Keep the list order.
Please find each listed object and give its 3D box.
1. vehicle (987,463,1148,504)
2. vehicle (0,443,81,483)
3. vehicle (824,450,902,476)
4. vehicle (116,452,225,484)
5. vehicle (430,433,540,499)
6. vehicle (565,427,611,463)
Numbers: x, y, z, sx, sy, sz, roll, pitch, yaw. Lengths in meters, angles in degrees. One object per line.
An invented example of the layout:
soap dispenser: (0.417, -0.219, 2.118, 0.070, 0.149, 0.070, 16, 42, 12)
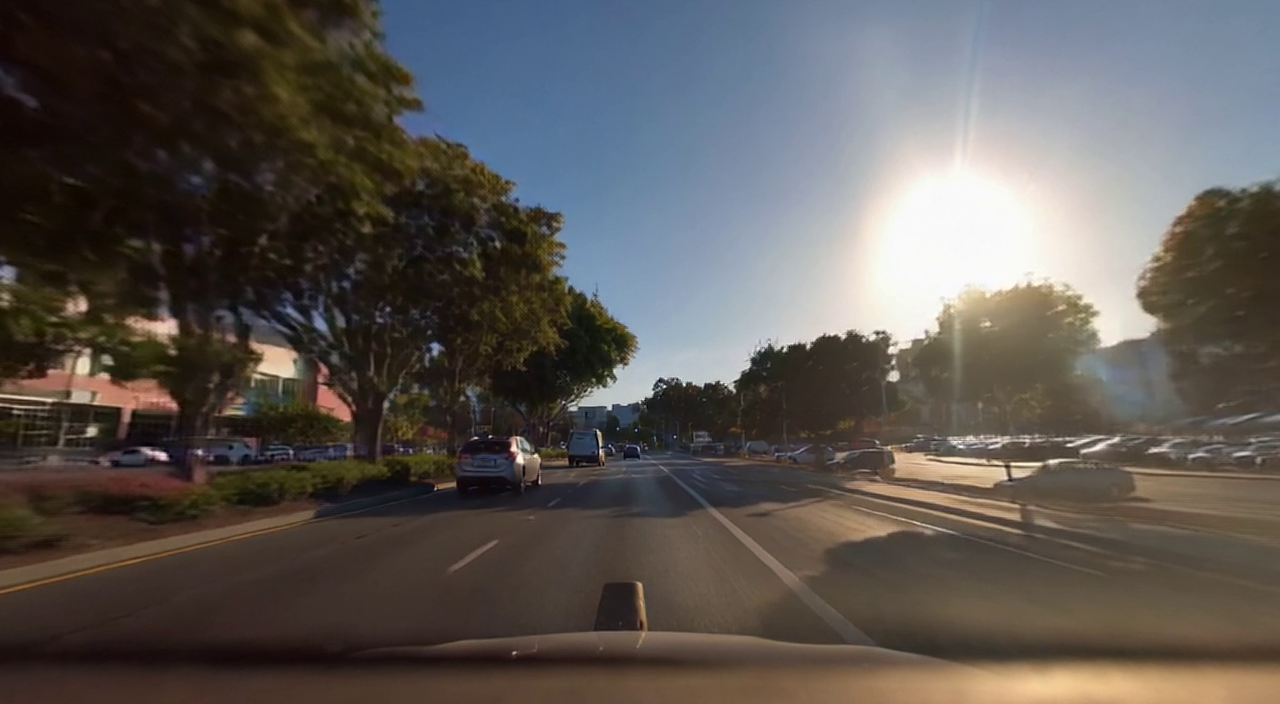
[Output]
vehicle: (16.487, 5.080, 24.483, 4.723, 1.466, 2.085, 0, -9, -1)
vehicle: (-28.609, 5.017, 28.732, 1.946, 1.711, 4.518, 0, -9, 0)
vehicle: (16.752, 8.335, 47.480, 5.041, 1.803, 2.182, -1, -9, 1)
vehicle: (-22.999, 5.667, 31.100, 1.885, 1.428, 4.638, 0, -9, -1)
vehicle: (-4.309, 3.241, 18.316, 2.109, 1.672, 4.256, 0, -9, 0)
vehicle: (-3.828, 7.087, 47.835, 2.917, 2.524, 6.990, 0, -9, 0)
